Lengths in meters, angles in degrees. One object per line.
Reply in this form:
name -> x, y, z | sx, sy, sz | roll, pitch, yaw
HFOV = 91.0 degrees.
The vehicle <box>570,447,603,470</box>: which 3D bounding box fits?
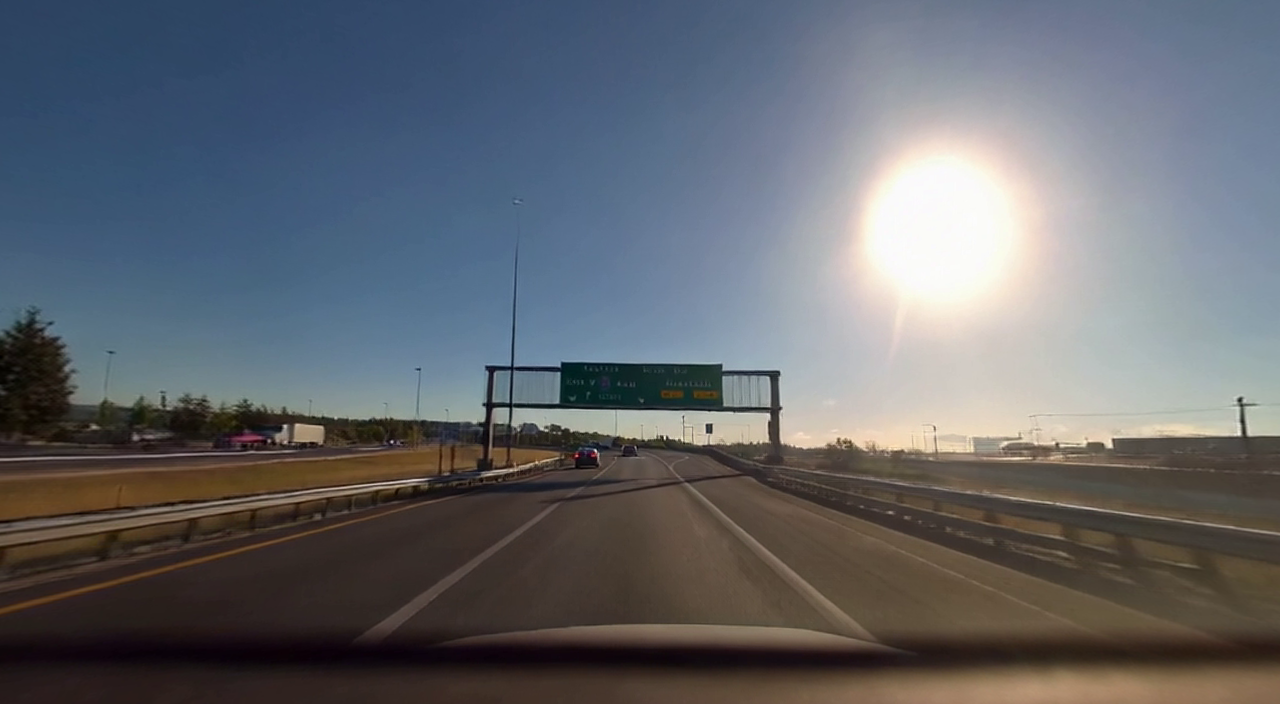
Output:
vehicle -> -4.066, 8.127, 48.230 | 2.234, 1.588, 4.484 | 1, -9, -1
